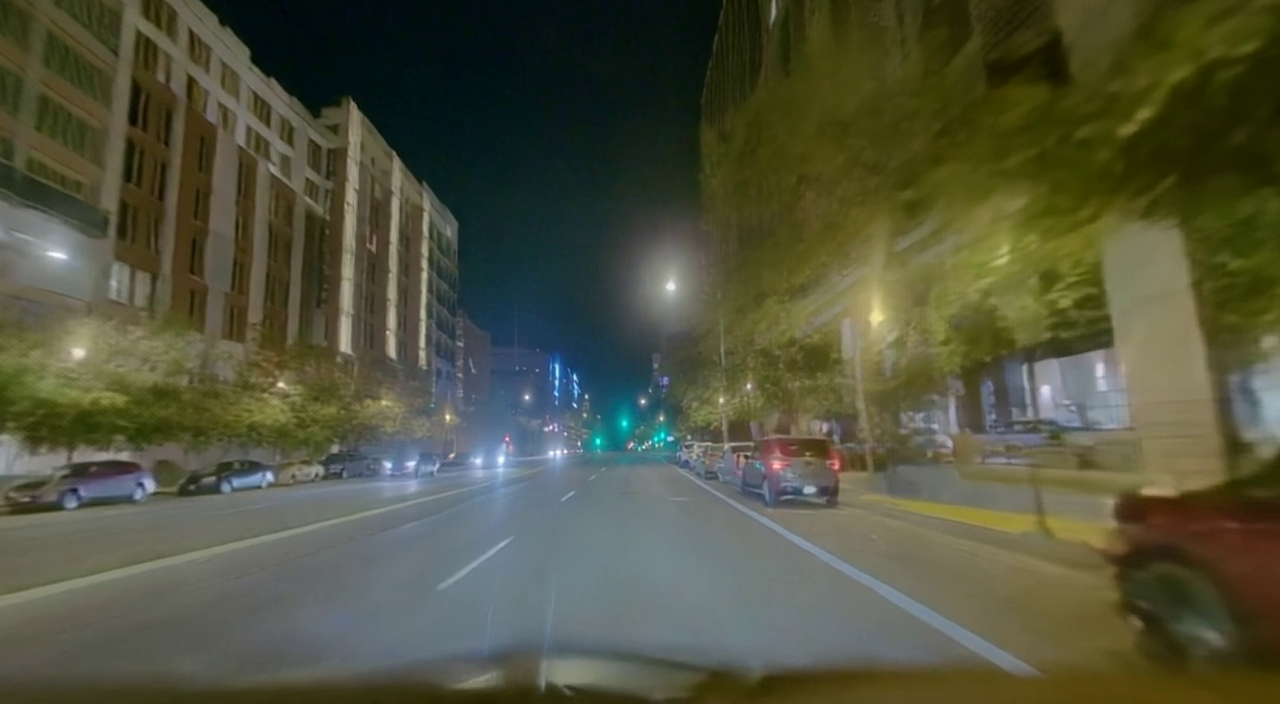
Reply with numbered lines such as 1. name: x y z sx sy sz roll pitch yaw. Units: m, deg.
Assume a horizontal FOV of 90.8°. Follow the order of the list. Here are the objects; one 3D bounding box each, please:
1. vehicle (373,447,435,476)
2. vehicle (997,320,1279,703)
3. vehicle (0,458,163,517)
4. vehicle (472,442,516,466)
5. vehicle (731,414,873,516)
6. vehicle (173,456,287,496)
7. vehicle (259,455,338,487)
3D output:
1. vehicle: -14.560 6.767 39.282 2.150 1.700 4.442 0 -8 0
2. vehicle: 3.561 0.669 1.925 2.012 1.748 4.849 0 -8 -1
3. vehicle: -17.912 4.183 20.083 1.826 1.544 4.680 0 -8 0
4. vehicle: -11.412 8.002 49.634 2.127 1.752 4.889 0 -8 2
5. vehicle: 3.397 2.463 14.217 1.935 1.920 4.397 0 -8 -1
6. vehicle: -17.872 5.397 27.865 1.932 1.510 4.685 0 -8 -1
7. vehicle: -17.917 6.236 33.398 1.780 1.463 4.573 0 -8 -2
